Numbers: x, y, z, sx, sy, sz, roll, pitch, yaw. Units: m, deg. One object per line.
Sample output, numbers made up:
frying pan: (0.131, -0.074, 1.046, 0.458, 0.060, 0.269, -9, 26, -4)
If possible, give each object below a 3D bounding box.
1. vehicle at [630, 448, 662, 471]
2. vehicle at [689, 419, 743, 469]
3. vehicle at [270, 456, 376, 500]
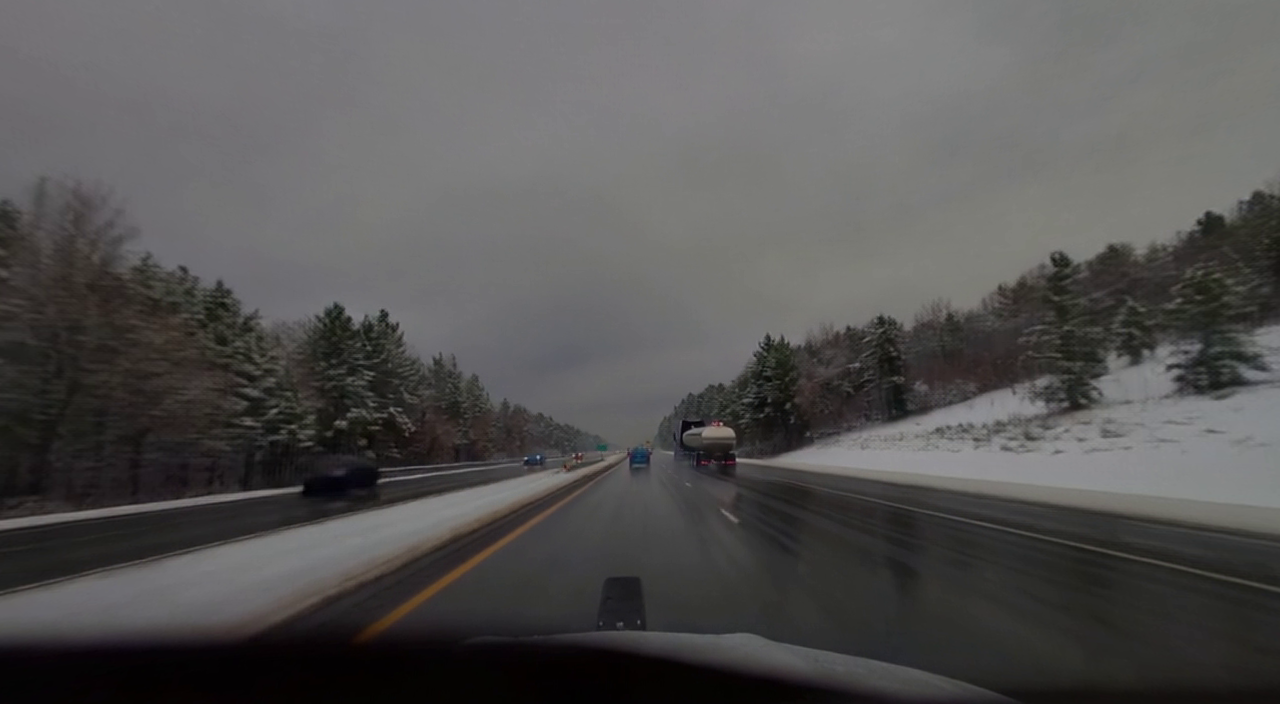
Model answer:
vehicle: (0.371, 6.721, 39.631, 1.926, 1.386, 3.615, 0, -9, 0)
vehicle: (5.003, 6.288, 42.844, 2.718, 3.034, 7.395, 0, -9, 0)
vehicle: (-12.215, 4.855, 24.603, 2.096, 1.487, 3.831, 0, -9, 0)
